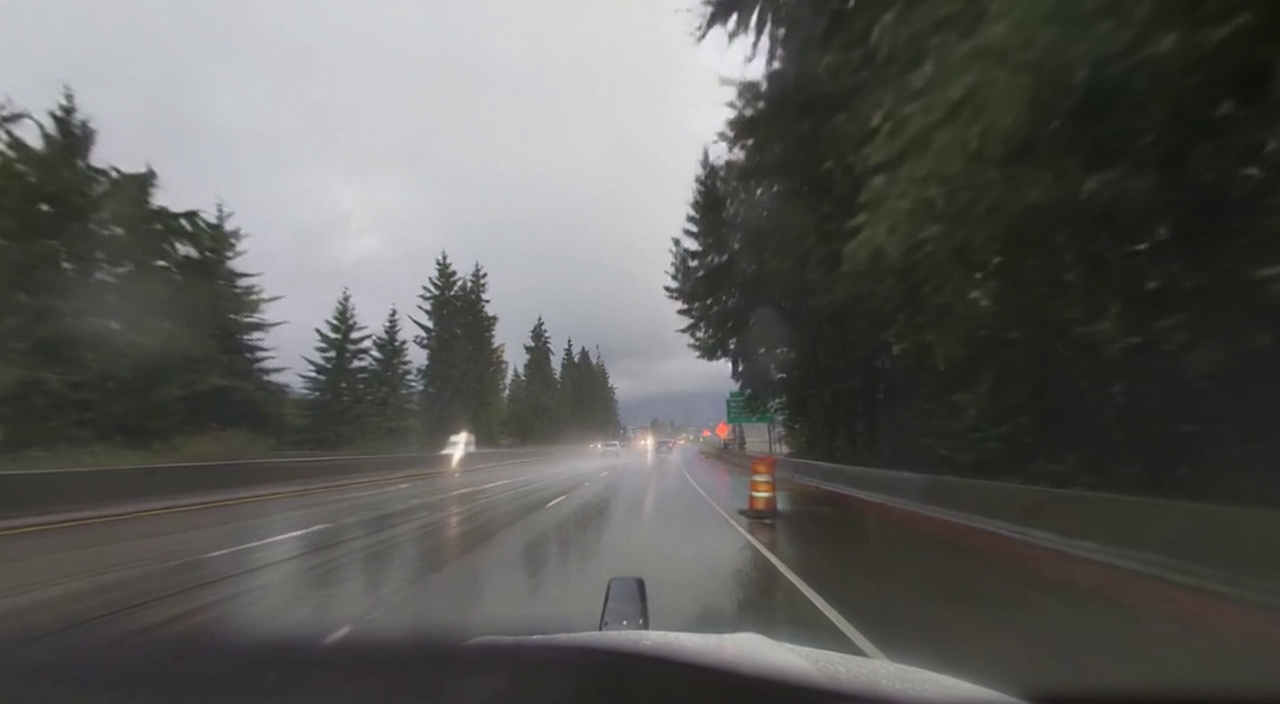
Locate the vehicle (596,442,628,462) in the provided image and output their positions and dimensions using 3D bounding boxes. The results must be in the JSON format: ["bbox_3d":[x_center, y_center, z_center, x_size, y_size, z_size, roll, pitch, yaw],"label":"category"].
[{"bbox_3d":[-2.100,7.661,48.510,2.118,1.475,4.263,-1,-8,2],"label":"vehicle"}]
